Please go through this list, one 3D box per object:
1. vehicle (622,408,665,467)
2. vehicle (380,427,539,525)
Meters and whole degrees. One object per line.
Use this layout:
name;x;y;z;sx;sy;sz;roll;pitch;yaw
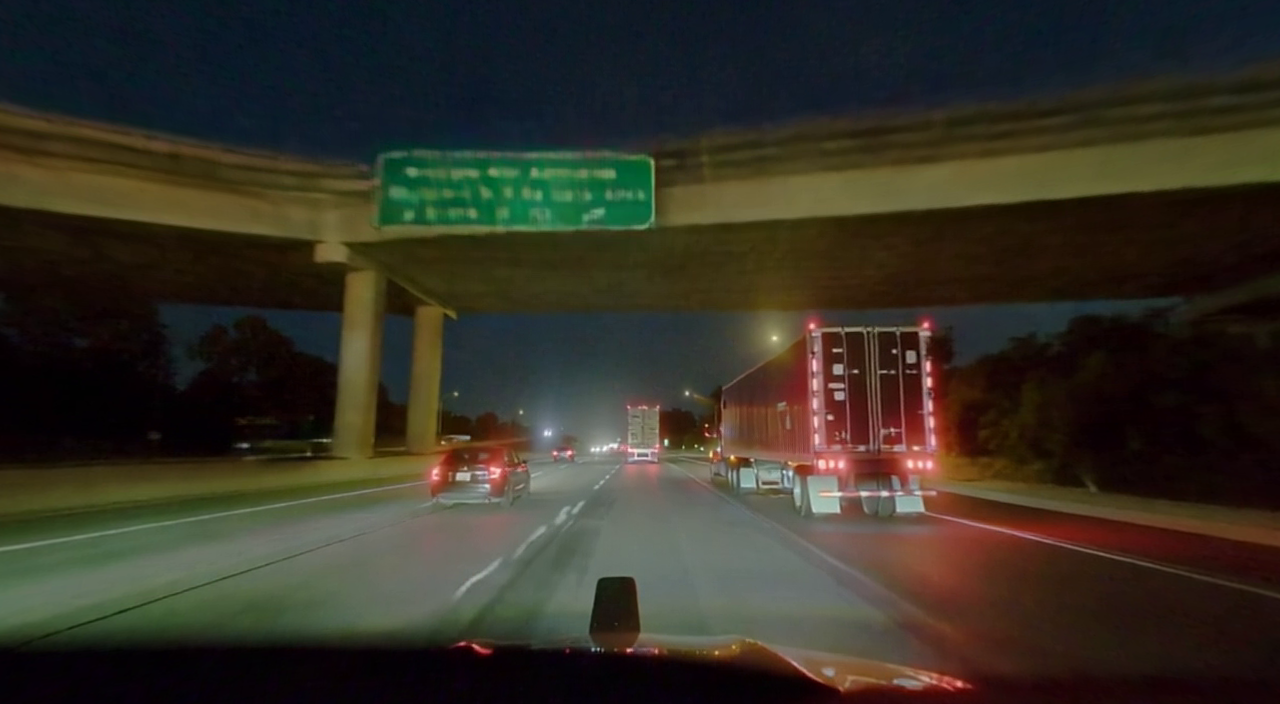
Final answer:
vehicle;0.332;6.725;49.198;2.964;4.063;10.072;0;-9;1
vehicle;-3.576;2.549;13.538;2.077;1.716;4.514;0;-9;0
